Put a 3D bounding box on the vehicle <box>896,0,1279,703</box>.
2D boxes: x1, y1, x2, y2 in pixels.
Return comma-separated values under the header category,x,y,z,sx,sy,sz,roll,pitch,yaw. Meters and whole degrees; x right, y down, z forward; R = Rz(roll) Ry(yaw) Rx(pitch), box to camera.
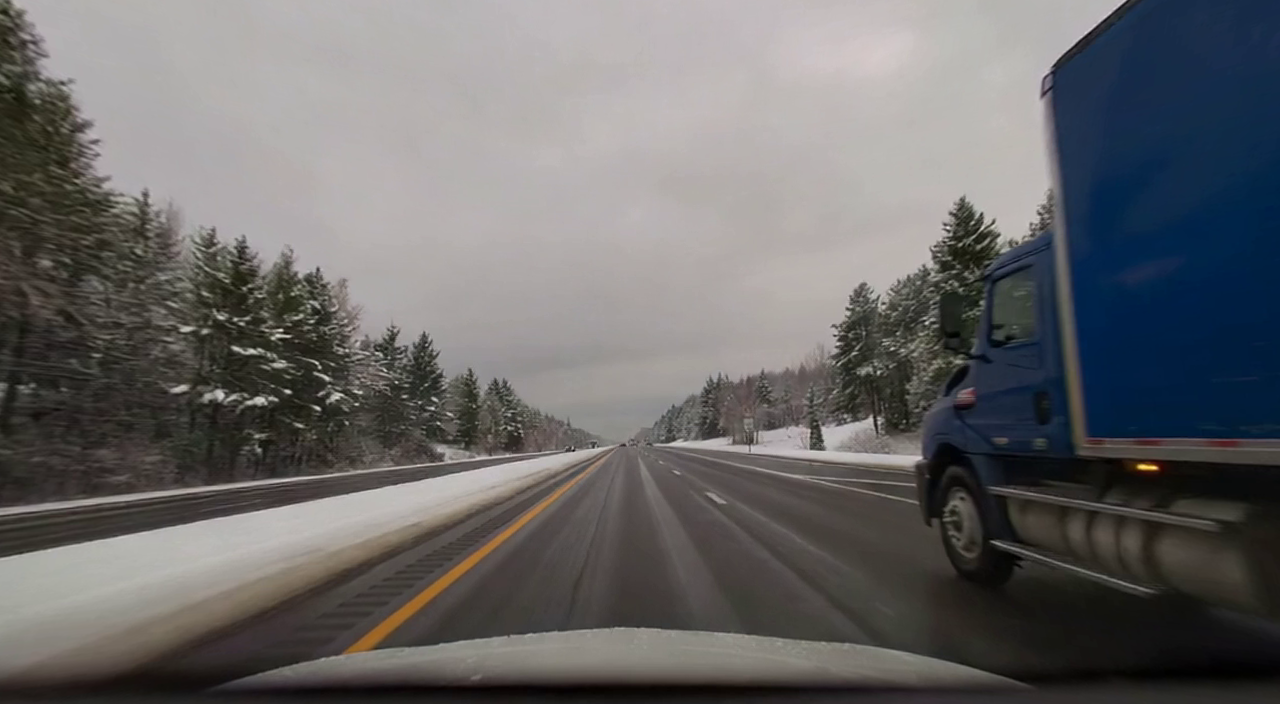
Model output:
category,x,y,z,sx,sy,sz,roll,pitch,yaw
vehicle,4.077,-0.374,0.926,2.948,3.586,10.177,0,-8,-1
